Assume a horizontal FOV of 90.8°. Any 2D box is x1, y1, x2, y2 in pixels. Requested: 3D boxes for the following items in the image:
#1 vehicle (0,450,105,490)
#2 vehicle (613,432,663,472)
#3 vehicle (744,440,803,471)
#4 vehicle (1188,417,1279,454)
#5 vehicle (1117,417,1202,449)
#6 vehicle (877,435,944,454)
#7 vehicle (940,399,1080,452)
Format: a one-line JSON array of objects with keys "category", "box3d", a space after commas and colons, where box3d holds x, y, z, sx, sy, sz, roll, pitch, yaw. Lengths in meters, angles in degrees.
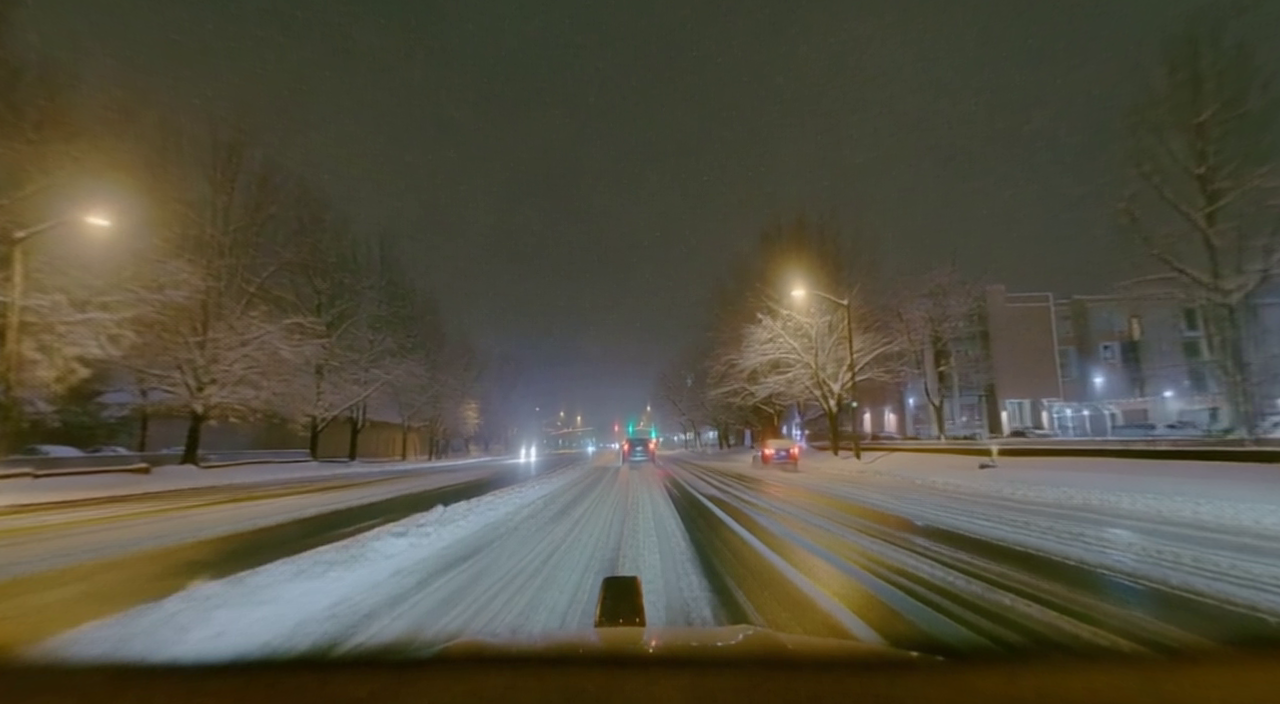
[{"category": "vehicle", "box3d": [-26.980, 5.202, 28.037, 4.541, 1.676, 2.063, 0, -8, 0]}, {"category": "vehicle", "box3d": [-0.160, 4.875, 30.870, 2.227, 1.794, 4.457, 0, -8, -2]}, {"category": "vehicle", "box3d": [7.004, 5.477, 33.652, 2.029, 1.548, 4.422, 0, -8, -2]}, {"category": "vehicle", "box3d": [30.031, 4.149, 31.215, 2.138, 1.531, 4.436, -3, -11, 6]}, {"category": "vehicle", "box3d": [36.664, 5.758, 44.793, 2.004, 2.133, 4.736, 0, -8, 2]}, {"category": "vehicle", "box3d": [20.938, 7.147, 49.003, 4.249, 1.420, 2.039, 0, -8, -1]}, {"category": "vehicle", "box3d": [23.977, 4.812, 41.202, 7.258, 3.283, 2.680, 0, -8, 0]}]
